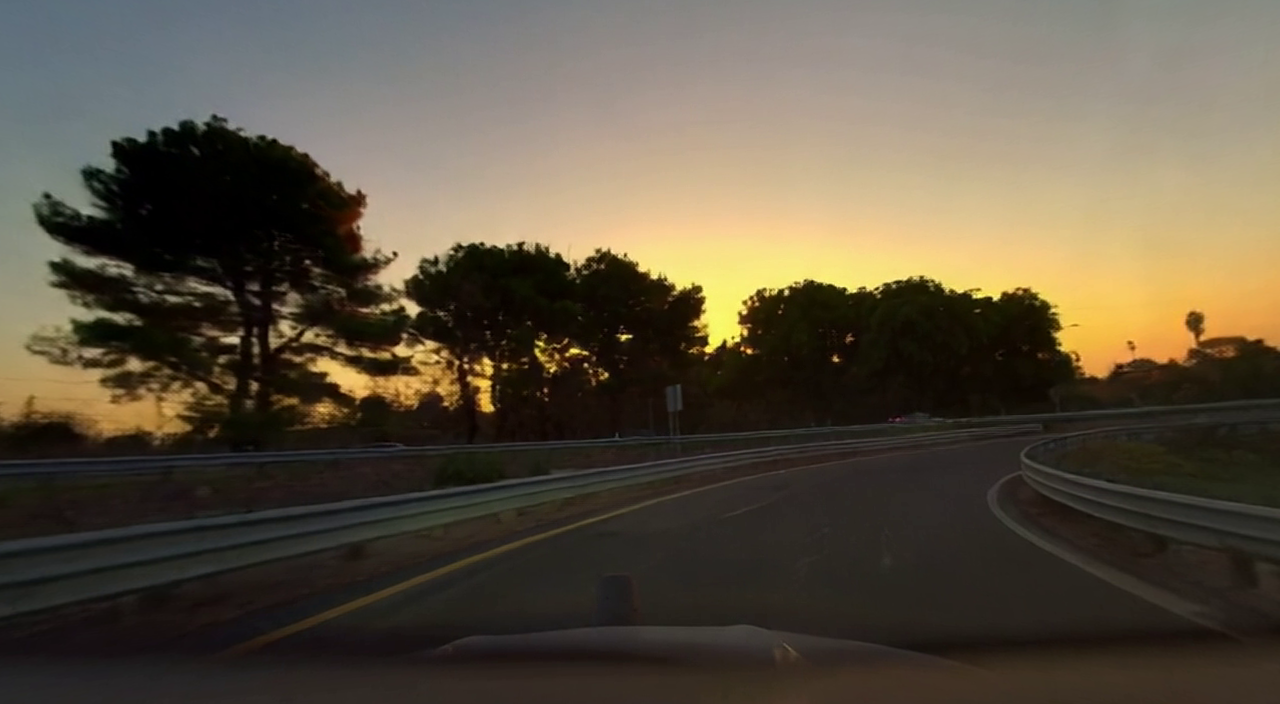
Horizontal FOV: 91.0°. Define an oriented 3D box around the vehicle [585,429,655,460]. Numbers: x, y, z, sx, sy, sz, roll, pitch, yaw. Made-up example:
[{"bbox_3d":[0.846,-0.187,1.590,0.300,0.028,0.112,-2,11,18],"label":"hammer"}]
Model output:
[{"bbox_3d":[-1.307,5.859,39.893,3.990,1.549,1.971,-1,-13,-13],"label":"vehicle"}]
